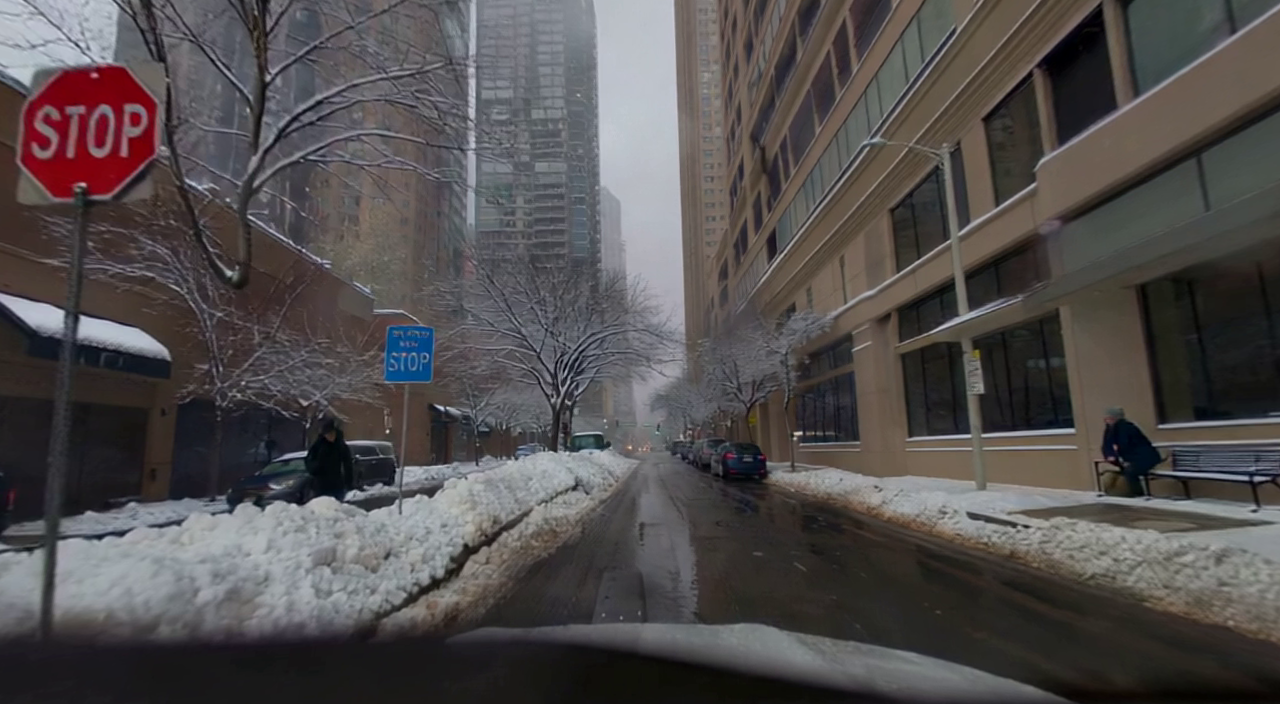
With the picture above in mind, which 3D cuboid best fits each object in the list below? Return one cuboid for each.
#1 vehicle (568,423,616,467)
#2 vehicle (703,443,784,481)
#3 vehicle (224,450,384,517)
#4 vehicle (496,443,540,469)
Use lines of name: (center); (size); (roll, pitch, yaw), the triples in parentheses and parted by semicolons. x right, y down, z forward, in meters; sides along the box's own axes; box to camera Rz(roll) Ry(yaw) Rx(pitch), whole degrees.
vehicle: (-2.973, 5.997, 40.620); (2.317, 2.596, 6.053); (0, -8, 3)
vehicle: (4.578, 4.743, 27.538); (1.858, 1.491, 4.329); (-5, -10, 33)
vehicle: (-8.796, 3.441, 17.072); (2.007, 1.503, 4.343); (0, -8, -1)
vehicle: (-8.842, 7.560, 46.193); (2.256, 1.802, 4.333); (0, -8, 2)
